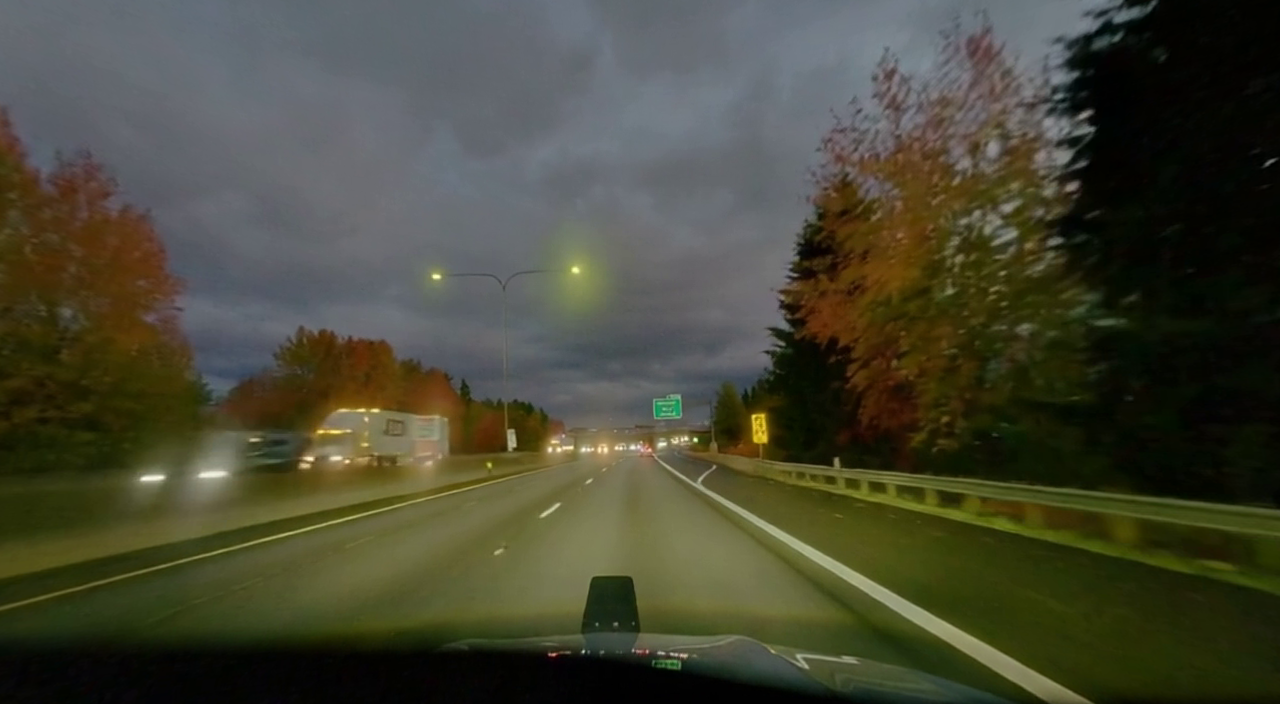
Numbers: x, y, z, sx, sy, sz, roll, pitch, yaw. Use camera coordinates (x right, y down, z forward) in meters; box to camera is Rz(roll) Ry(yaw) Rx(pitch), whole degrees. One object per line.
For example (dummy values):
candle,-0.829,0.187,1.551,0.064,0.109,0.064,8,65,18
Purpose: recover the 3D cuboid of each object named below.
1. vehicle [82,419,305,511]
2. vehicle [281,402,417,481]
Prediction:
vehicle,-13.415,3.449,19.618,2.440,2.384,6.087,-1,-9,0
vehicle,-17.063,5.487,38.020,3.153,4.035,10.671,-1,-9,0
